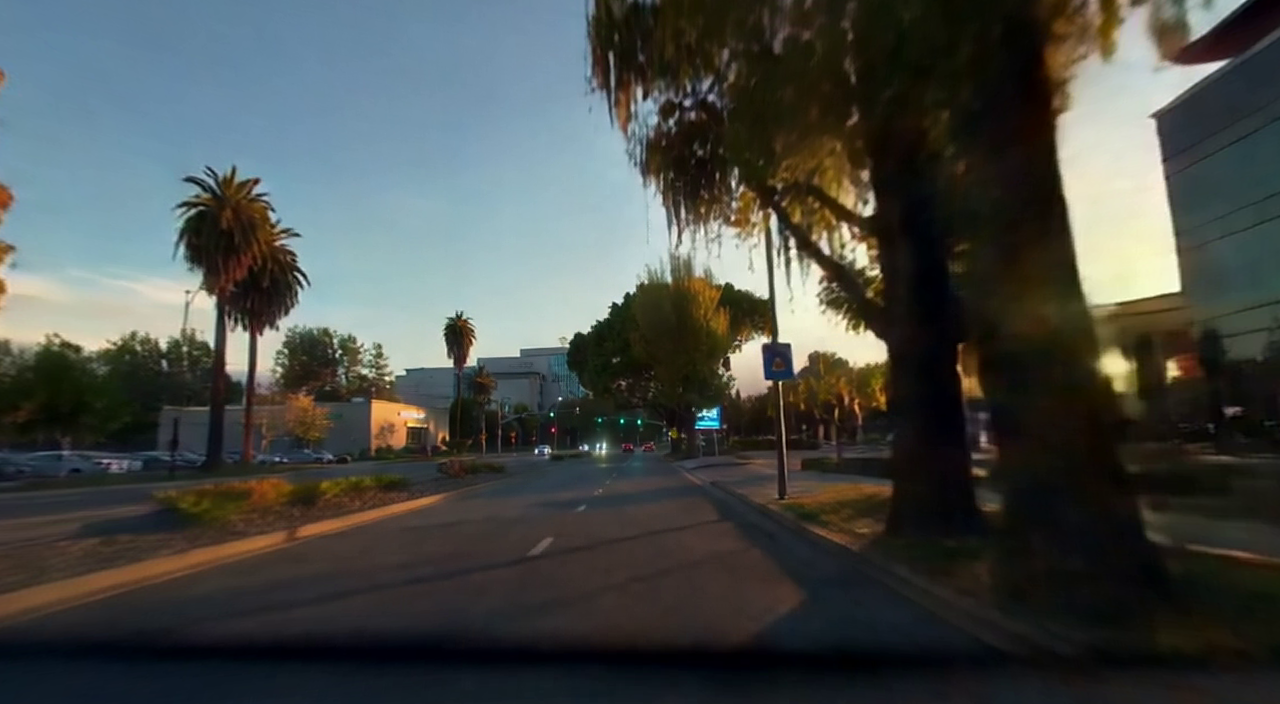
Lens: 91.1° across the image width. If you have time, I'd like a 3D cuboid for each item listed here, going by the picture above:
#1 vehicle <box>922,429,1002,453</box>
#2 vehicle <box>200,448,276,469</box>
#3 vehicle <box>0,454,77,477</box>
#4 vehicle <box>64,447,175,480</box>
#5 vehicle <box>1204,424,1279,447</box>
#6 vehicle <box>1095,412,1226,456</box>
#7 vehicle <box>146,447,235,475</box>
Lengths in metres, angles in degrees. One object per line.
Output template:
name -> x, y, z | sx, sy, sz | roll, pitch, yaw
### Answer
vehicle -> 25.226, 7.014, 49.356 | 5.117, 1.813, 2.052 | 0, -8, 0
vehicle -> -29.813, 7.910, 46.624 | 4.310, 1.533, 1.917 | 0, -8, 2
vehicle -> -42.855, 7.975, 44.263 | 4.490, 1.495, 1.922 | 0, -8, 2
vehicle -> -29.586, 6.356, 35.812 | 4.293, 1.529, 2.347 | -4, -9, 0
vehicle -> 45.325, 6.210, 46.620 | 4.663, 1.553, 2.272 | -1, -9, -1
vehicle -> 31.552, 4.997, 38.223 | 5.779, 2.547, 2.437 | 0, -8, -2
vehicle -> -29.456, 7.155, 41.229 | 4.463, 1.497, 1.889 | -4, -9, 0
